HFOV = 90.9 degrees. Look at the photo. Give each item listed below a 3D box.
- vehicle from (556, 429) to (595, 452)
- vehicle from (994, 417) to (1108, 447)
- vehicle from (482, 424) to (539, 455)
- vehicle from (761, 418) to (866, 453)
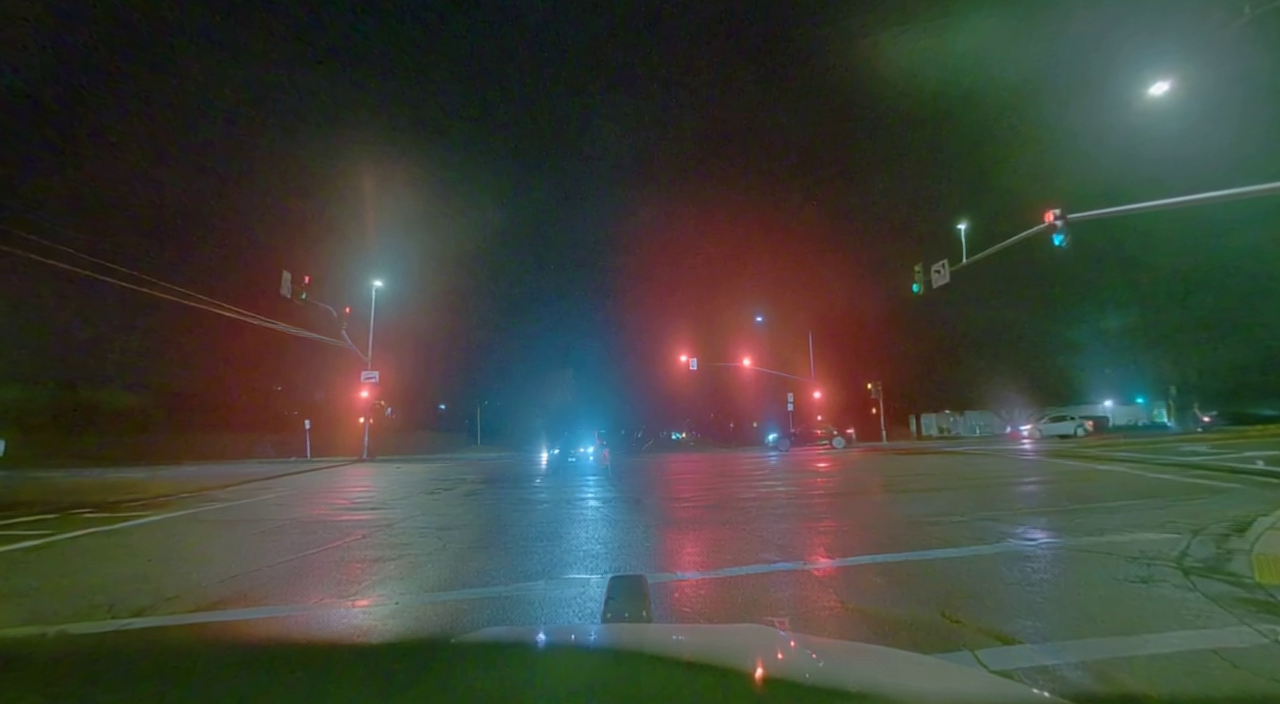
[{"bbox_3d":[-4.392,6.161,43.759,1.919,1.467,4.086,-1,-9,6],"label":"vehicle"},{"bbox_3d":[20.647,4.037,31.738,4.510,1.431,1.884,1,-9,-6],"label":"vehicle"},{"bbox_3d":[-8.294,5.733,40.893,2.000,1.864,5.044,-1,-9,7],"label":"vehicle"},{"bbox_3d":[8.190,3.985,30.022,4.407,1.569,1.859,1,-9,-5],"label":"vehicle"}]
